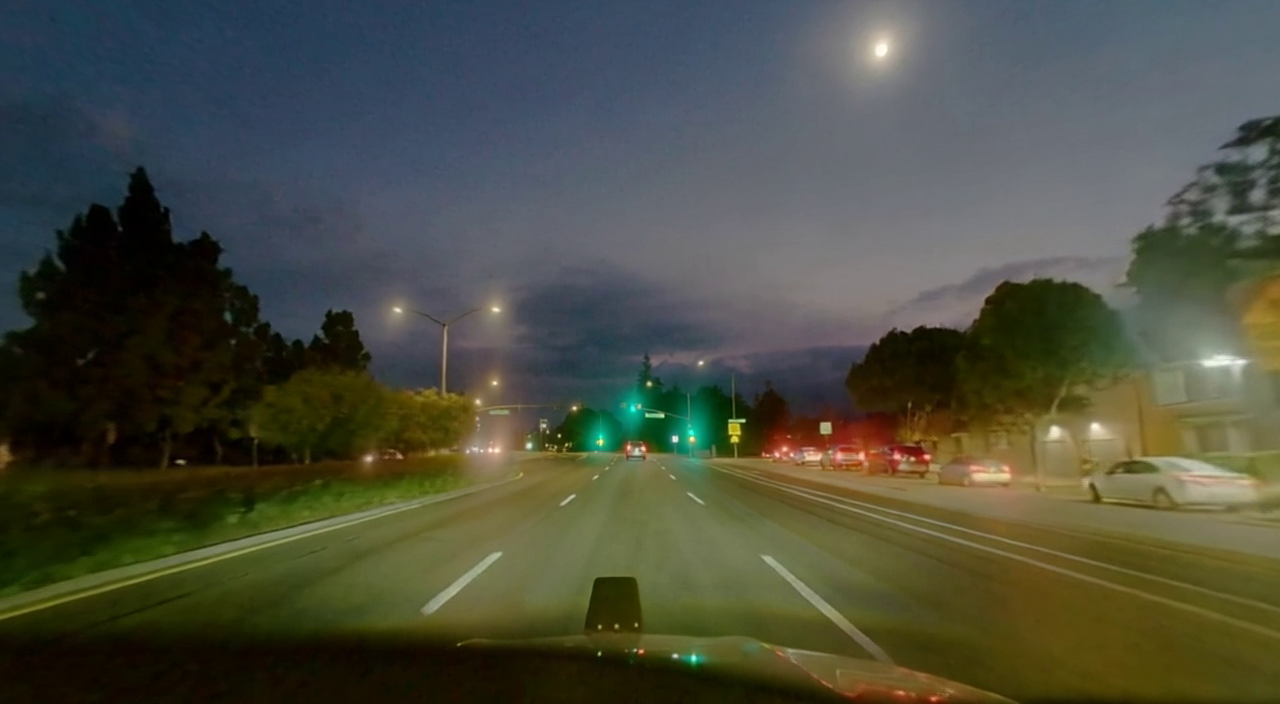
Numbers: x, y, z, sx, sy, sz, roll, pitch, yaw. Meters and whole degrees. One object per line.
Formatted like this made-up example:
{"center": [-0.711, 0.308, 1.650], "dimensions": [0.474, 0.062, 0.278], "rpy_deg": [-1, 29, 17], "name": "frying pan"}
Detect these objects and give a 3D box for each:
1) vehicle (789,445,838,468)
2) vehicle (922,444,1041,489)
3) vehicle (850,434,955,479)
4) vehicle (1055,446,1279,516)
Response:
{"center": [12.296, 7.409, 45.008], "dimensions": [2.128, 1.467, 4.987], "rpy_deg": [0, -9, 1], "name": "vehicle"}
{"center": [12.381, 4.204, 23.320], "dimensions": [1.836, 1.448, 4.624], "rpy_deg": [-1, -9, 1], "name": "vehicle"}
{"center": [12.557, 5.115, 30.835], "dimensions": [2.386, 1.919, 6.109], "rpy_deg": [-1, -10, -1], "name": "vehicle"}
{"center": [12.745, 3.051, 15.578], "dimensions": [1.916, 1.452, 4.651], "rpy_deg": [0, -9, 1], "name": "vehicle"}
